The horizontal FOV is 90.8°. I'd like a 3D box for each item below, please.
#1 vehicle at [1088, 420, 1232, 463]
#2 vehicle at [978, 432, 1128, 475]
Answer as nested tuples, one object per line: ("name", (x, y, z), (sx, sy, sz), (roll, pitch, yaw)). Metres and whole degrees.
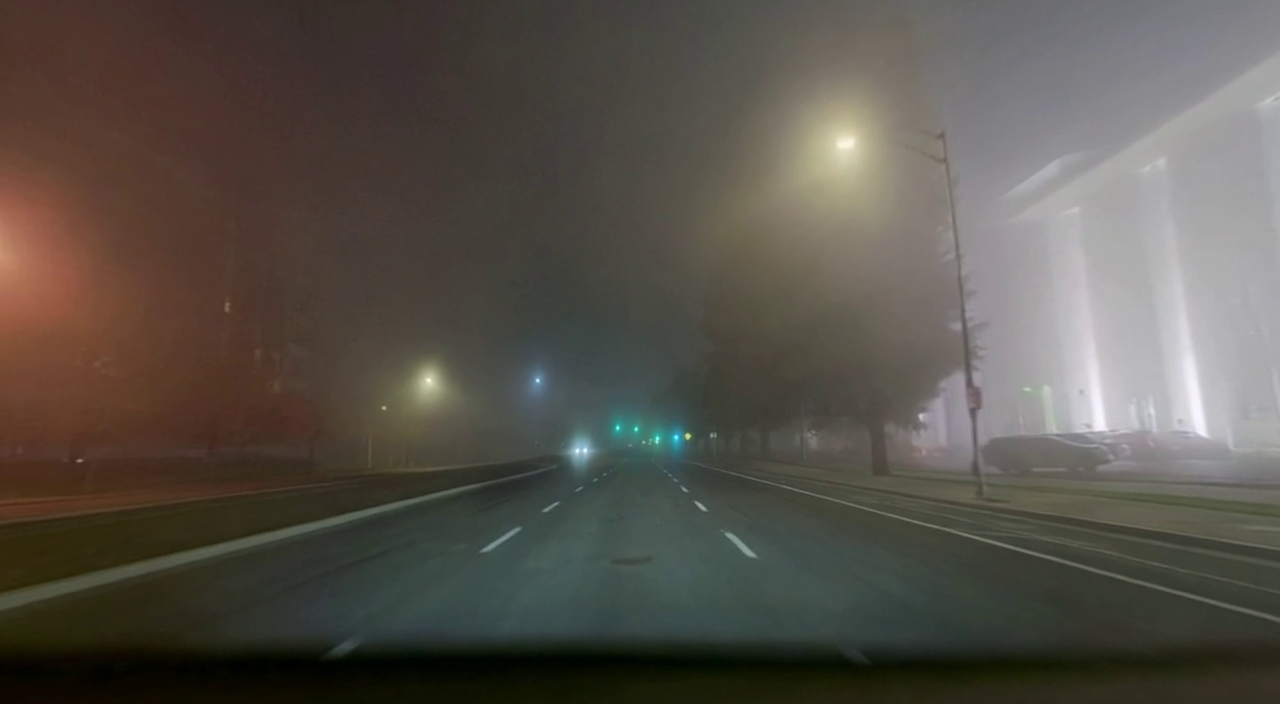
("vehicle", (30.164, 5.204, 36.788), (6.323, 2.077, 2.262), (-3, -8, -2))
("vehicle", (17.467, 4.315, 26.875), (4.938, 1.729, 2.098), (1, -9, -3))
